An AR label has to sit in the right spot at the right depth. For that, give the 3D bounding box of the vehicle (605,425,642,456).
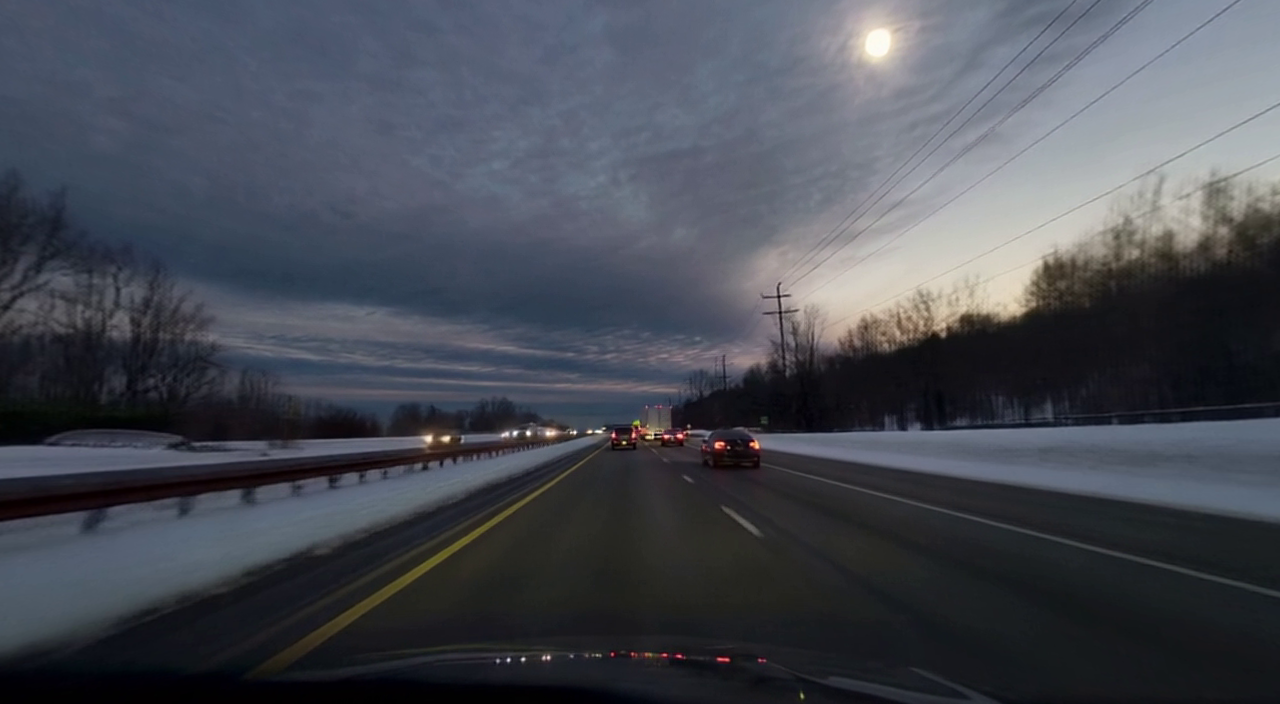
[{"bbox_3d":[-0.930,5.059,36.039,2.019,1.642,3.790,0,-8,-1],"label":"vehicle"}]

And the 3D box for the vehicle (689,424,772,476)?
[{"bbox_3d":[2.956,3.293,21.391,2.062,1.581,3.914,0,-8,-3],"label":"vehicle"}]

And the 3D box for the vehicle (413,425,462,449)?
[{"bbox_3d":[-13.098,5.561,40.950,1.815,1.475,4.344,0,-8,-2],"label":"vehicle"}]
